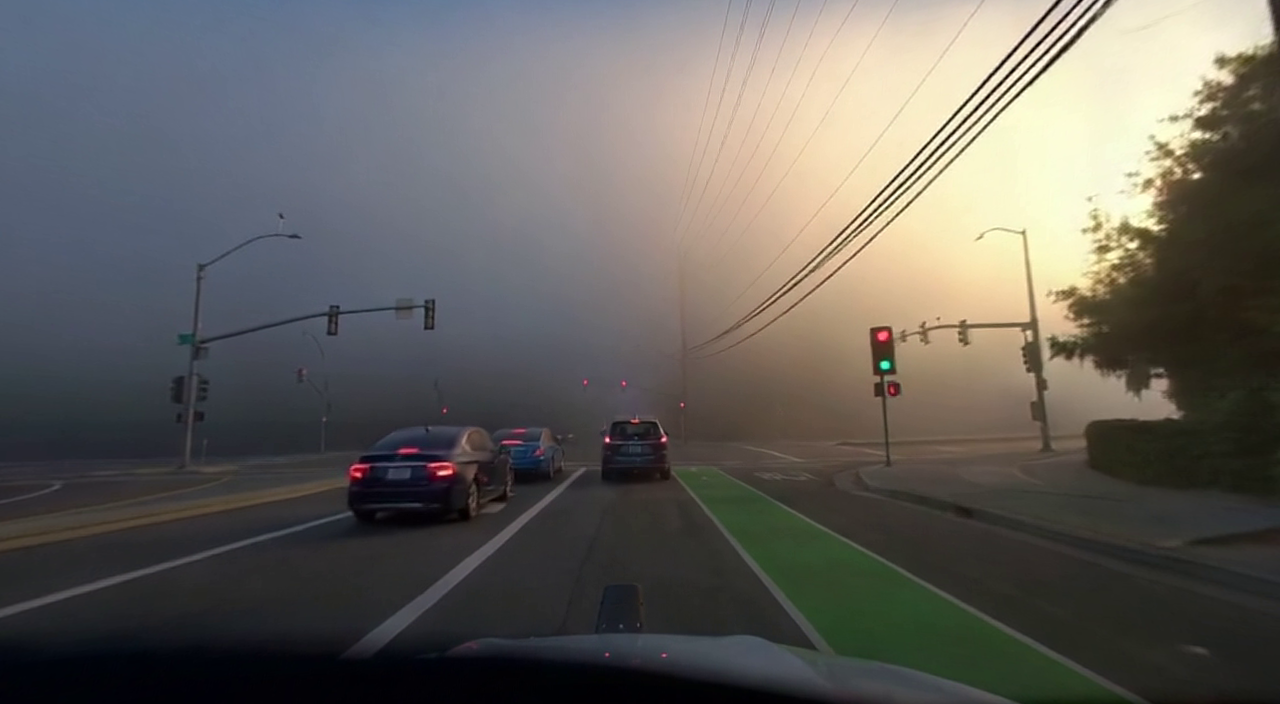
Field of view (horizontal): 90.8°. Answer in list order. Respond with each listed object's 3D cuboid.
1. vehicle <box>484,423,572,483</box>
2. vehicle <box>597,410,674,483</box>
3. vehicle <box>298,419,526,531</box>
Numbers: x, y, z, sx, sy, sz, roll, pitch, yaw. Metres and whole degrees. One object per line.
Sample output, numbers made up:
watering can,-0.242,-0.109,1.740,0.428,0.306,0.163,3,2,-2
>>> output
vehicle,-3.067,2.858,18.044,1.726,1.506,3.840,0,-8,1
vehicle,-0.162,2.876,19.320,2.036,1.885,5.196,1,-8,-1
vehicle,-3.560,1.967,11.226,2.138,1.488,5.327,1,-7,-1
